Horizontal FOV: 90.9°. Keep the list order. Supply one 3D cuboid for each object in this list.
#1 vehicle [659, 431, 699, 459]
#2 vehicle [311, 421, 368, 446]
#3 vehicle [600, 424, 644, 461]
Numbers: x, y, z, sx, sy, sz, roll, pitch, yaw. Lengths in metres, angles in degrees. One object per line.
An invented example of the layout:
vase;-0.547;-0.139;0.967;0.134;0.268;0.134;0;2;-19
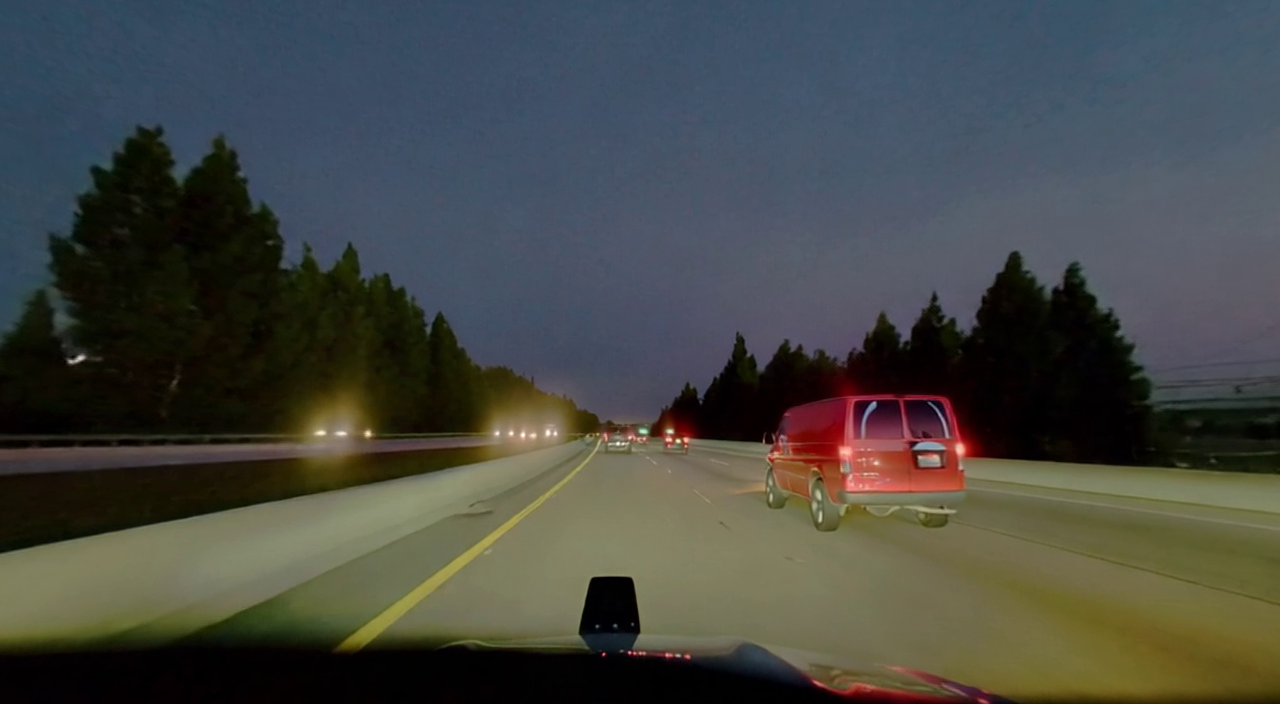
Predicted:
vehicle;2.351;5.713;38.731;1.996;1.589;3.715;0;-8;-4
vehicle;-18.683;5.105;39.321;1.765;1.493;3.712;0;-8;-1
vehicle;-1.074;5.303;37.116;2.403;1.994;4.683;0;-8;-2
